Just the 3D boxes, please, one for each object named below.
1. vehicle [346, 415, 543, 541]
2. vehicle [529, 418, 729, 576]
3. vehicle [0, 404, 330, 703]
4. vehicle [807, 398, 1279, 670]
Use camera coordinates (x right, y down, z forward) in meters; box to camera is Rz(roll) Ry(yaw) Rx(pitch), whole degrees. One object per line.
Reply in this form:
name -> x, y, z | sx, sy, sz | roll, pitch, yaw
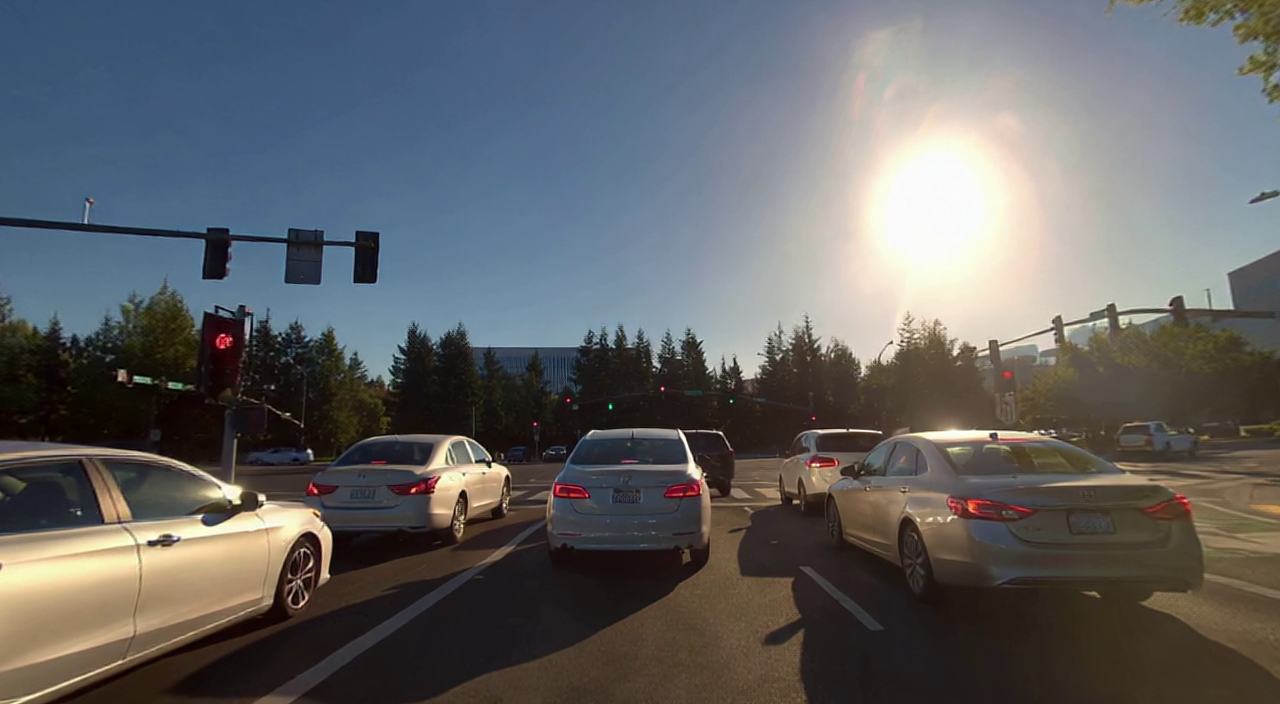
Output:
vehicle -> -3.193, 2.160, 11.454 | 2.048, 1.805, 4.405 | 0, -8, 1
vehicle -> -0.087, 1.812, 8.625 | 2.106, 1.655, 3.717 | 0, -8, 1
vehicle -> -3.338, 0.956, 2.411 | 1.863, 1.495, 4.667 | 0, -8, 1
vehicle -> 3.235, 1.445, 6.180 | 2.006, 1.659, 4.462 | 0, -8, 1
